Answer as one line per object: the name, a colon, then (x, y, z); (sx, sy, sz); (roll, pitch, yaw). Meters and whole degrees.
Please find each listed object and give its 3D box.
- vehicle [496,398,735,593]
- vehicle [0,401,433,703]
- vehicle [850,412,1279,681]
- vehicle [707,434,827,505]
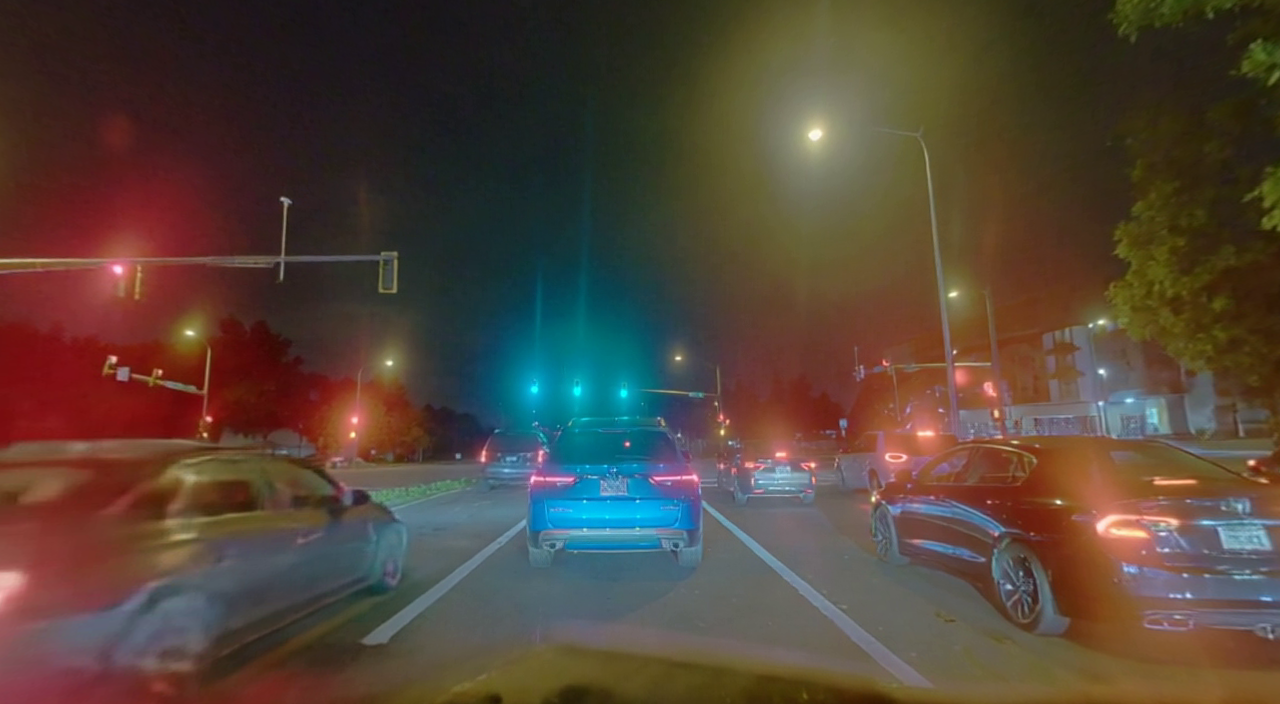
vehicle: (-0.273, 1.557, 7.616); (2.101, 1.707, 3.904); (0, -8, -2)
vehicle: (-3.168, 1.241, 4.363); (2.077, 1.493, 4.281); (0, -9, -1)
vehicle: (3.618, 1.394, 5.696); (1.861, 1.478, 4.185); (0, -8, -2)
vehicle: (2.974, 2.855, 15.769); (1.950, 1.506, 4.086); (0, -8, -3)
